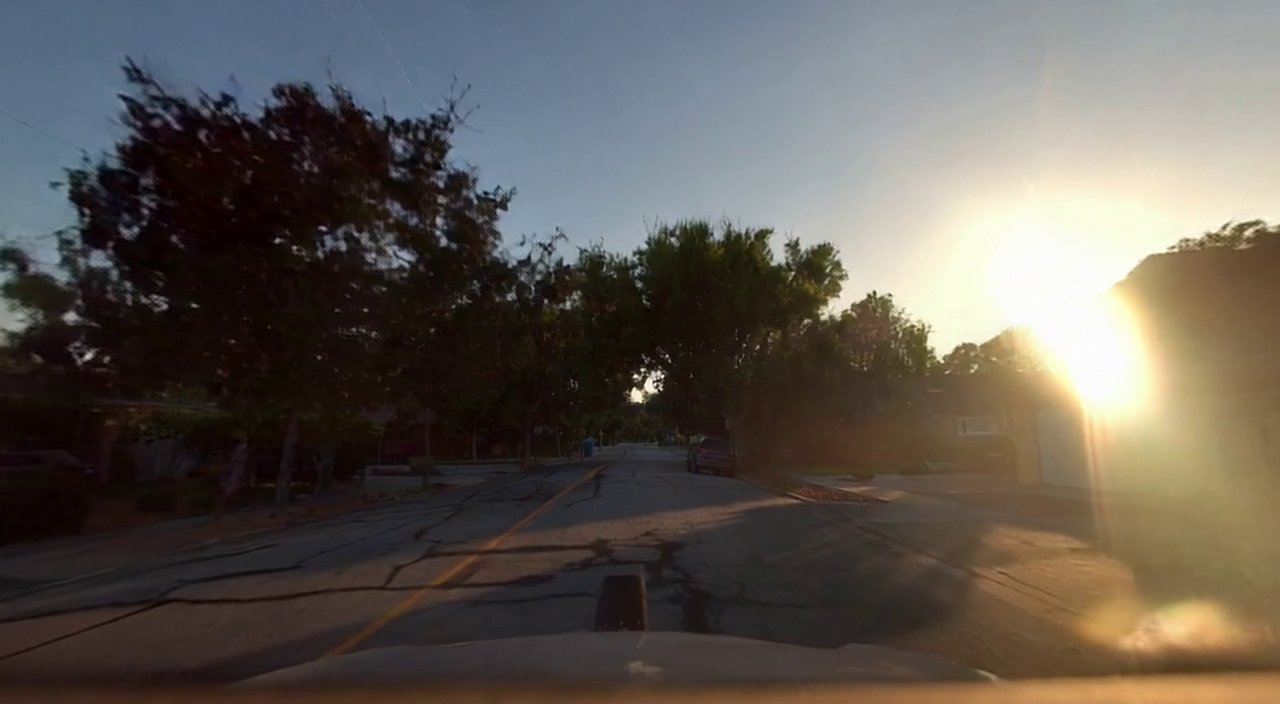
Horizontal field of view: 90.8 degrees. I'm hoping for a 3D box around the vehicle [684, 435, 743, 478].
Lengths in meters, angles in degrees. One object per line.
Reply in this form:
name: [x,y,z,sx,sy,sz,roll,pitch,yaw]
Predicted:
vehicle: [3.135,4.568,27.916,2.086,1.726,4.384,0,-8,0]
